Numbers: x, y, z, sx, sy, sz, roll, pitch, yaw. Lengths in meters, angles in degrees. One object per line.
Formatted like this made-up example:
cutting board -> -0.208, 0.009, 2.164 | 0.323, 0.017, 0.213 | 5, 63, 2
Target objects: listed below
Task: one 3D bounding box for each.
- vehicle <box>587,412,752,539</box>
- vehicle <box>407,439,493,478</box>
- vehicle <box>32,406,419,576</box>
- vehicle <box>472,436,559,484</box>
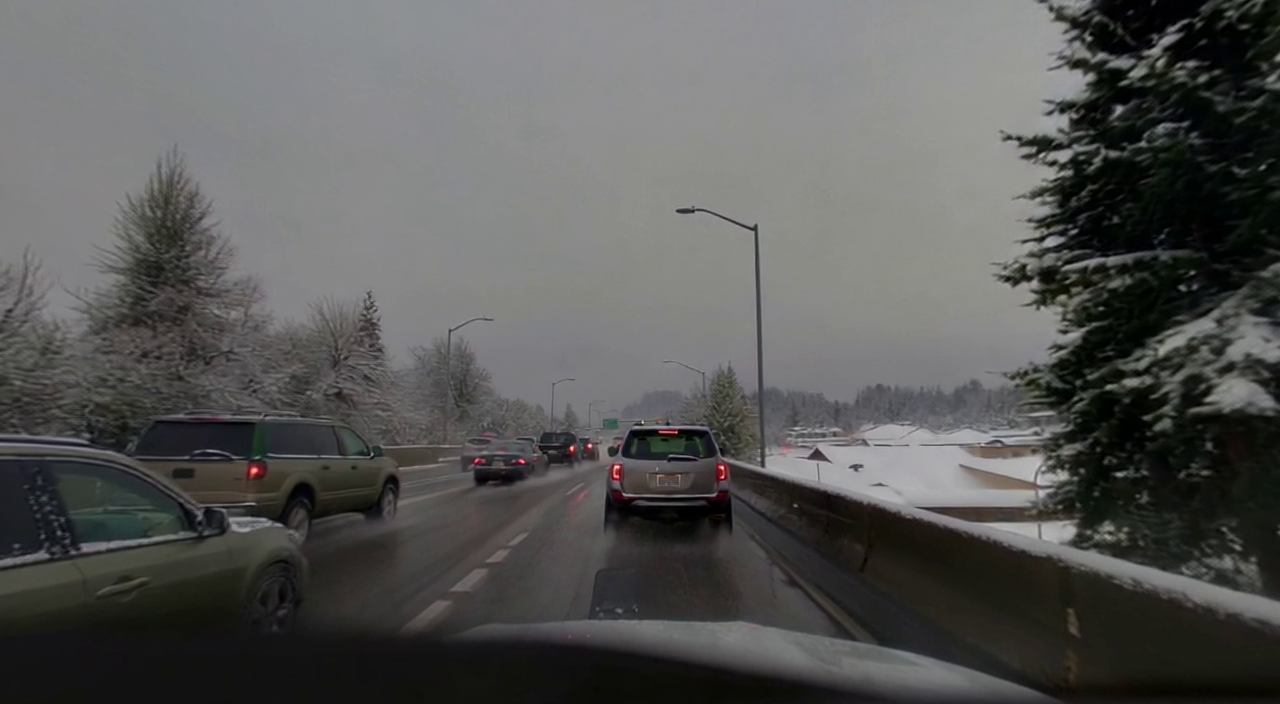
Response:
vehicle -> 0.469, 2.025, 10.912 | 2.235, 1.716, 4.435 | -1, -9, 2
vehicle -> -7.745, 4.366, 26.205 | 1.925, 1.454, 4.270 | -1, -9, 5
vehicle -> -4.989, 1.727, 8.611 | 2.076, 1.688, 4.334 | -1, -9, 5
vehicle -> -4.146, 3.675, 21.745 | 1.868, 1.470, 4.105 | -1, -9, 4
